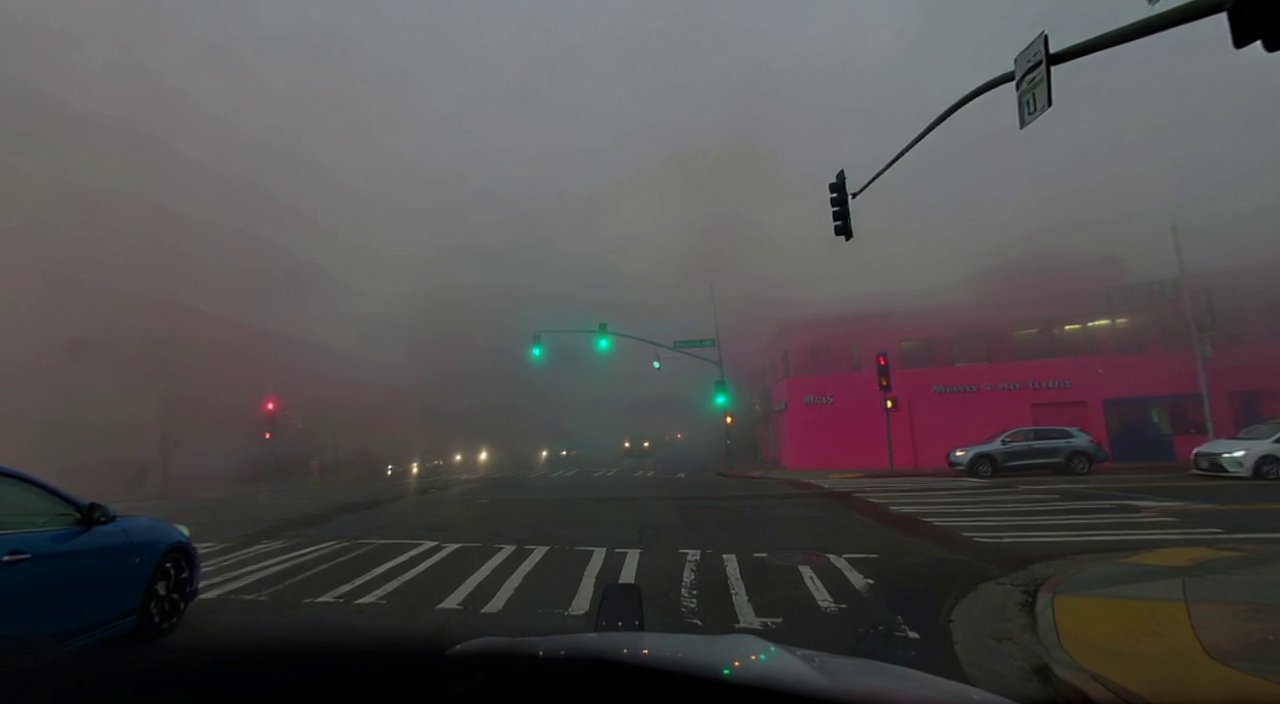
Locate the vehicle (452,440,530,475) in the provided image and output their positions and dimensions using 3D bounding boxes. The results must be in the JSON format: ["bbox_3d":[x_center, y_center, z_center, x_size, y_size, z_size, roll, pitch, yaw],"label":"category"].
[{"bbox_3d":[-8.393,5.981,36.050,2.152,1.825,5.406,-2,-9,12],"label":"vehicle"}]

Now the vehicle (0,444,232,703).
[{"bbox_3d":[-3.712,0.981,2.152,1.759,1.325,4.295,0,-9,0],"label":"vehicle"}]

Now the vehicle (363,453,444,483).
[{"bbox_3d":[-12.600,6.174,33.875,1.976,1.425,4.567,-1,-9,9],"label":"vehicle"}]

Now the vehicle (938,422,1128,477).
[{"bbox_3d":[11.563,2.899,18.800,4.355,1.546,1.820,-1,-9,6],"label":"vehicle"}]

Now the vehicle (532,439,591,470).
[{"bbox_3d":[-4.505,5.980,36.871,1.928,1.647,4.575,-2,-9,13],"label":"vehicle"}]
